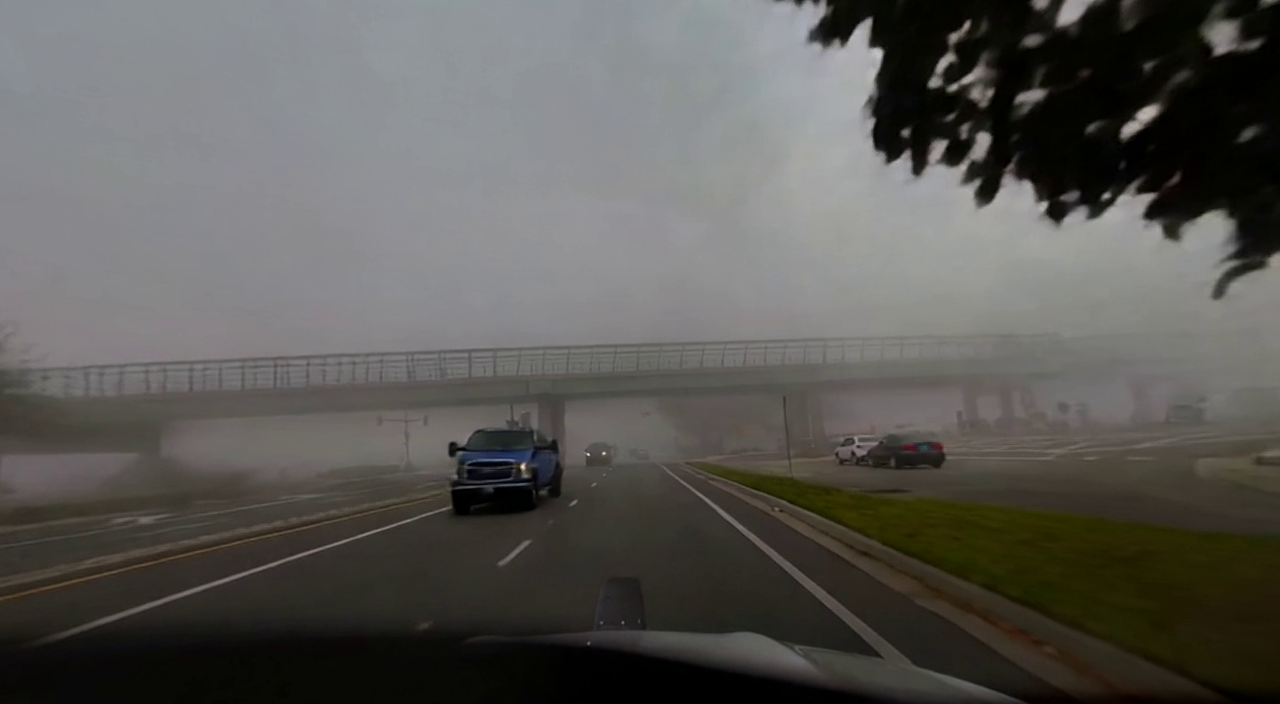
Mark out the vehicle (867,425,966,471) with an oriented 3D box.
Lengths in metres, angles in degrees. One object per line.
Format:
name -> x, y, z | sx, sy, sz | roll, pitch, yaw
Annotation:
vehicle -> 11.606, 4.069, 26.766 | 2.051, 1.534, 4.466 | -8, -8, -1

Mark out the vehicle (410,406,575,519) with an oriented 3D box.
vehicle -> -3.721, 2.991, 17.586 | 2.967, 2.369, 6.635 | -3, -8, 0
